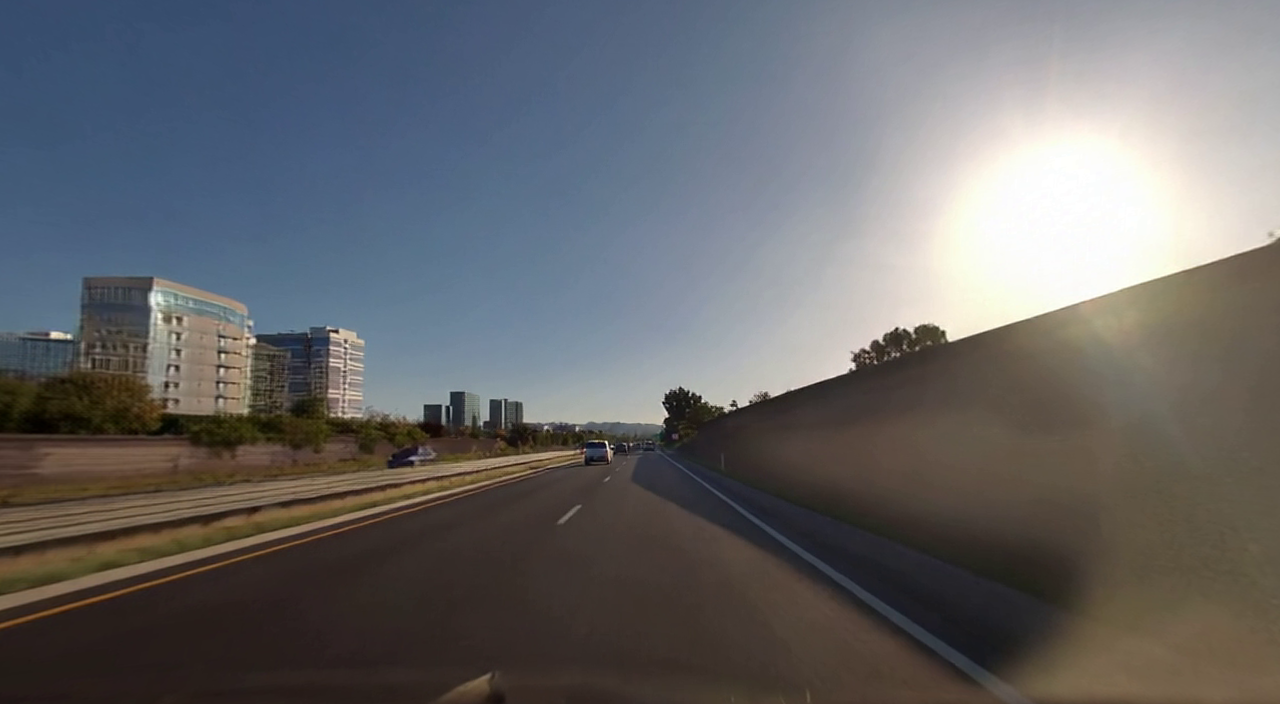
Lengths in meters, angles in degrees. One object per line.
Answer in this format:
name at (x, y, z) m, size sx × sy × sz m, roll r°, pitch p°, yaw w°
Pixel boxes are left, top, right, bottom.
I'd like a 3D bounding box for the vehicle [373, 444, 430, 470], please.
vehicle at (-16.758, 7.401, 44.546) m, size 2.022 × 1.697 × 4.856 m, roll -1°, pitch -8°, yaw 1°
